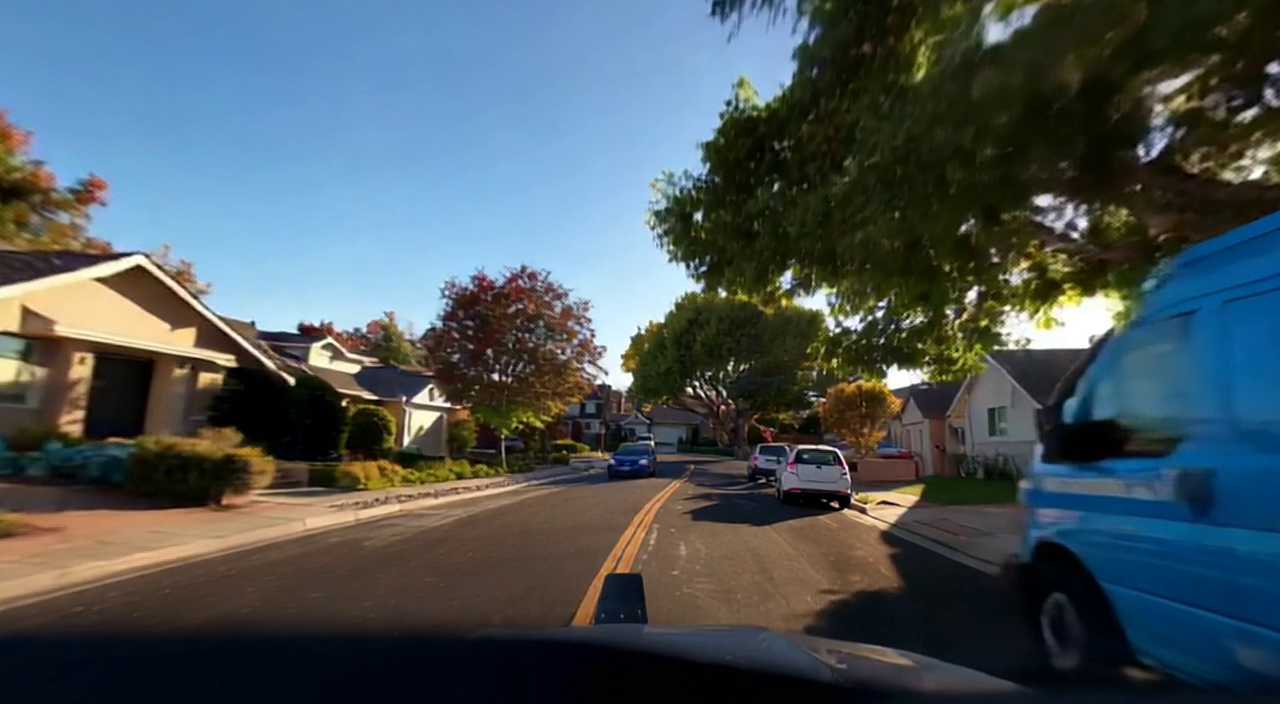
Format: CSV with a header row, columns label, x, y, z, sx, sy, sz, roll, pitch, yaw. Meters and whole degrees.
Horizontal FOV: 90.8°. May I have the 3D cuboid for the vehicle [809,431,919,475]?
label,x,y,z,sx,sy,sz,roll,pitch,yaw
vehicle,11.809,5.389,33.685,4.912,1.866,2.359,-5,-9,4

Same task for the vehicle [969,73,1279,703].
label,x,y,z,sx,sy,sz,roll,pitch,yaw
vehicle,3.644,0.205,1.037,2.684,2.712,6.197,1,-8,-2

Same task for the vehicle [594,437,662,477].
label,x,y,z,sx,sy,sz,roll,pitch,yaw
vehicle,-0.445,5.020,30.554,2.278,1.704,5.321,-1,-9,11

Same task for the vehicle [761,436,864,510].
label,x,y,z,sx,sy,sz,roll,pitch,yaw
vehicle,4.357,3.078,16.607,1.822,1.668,4.147,0,-8,4
